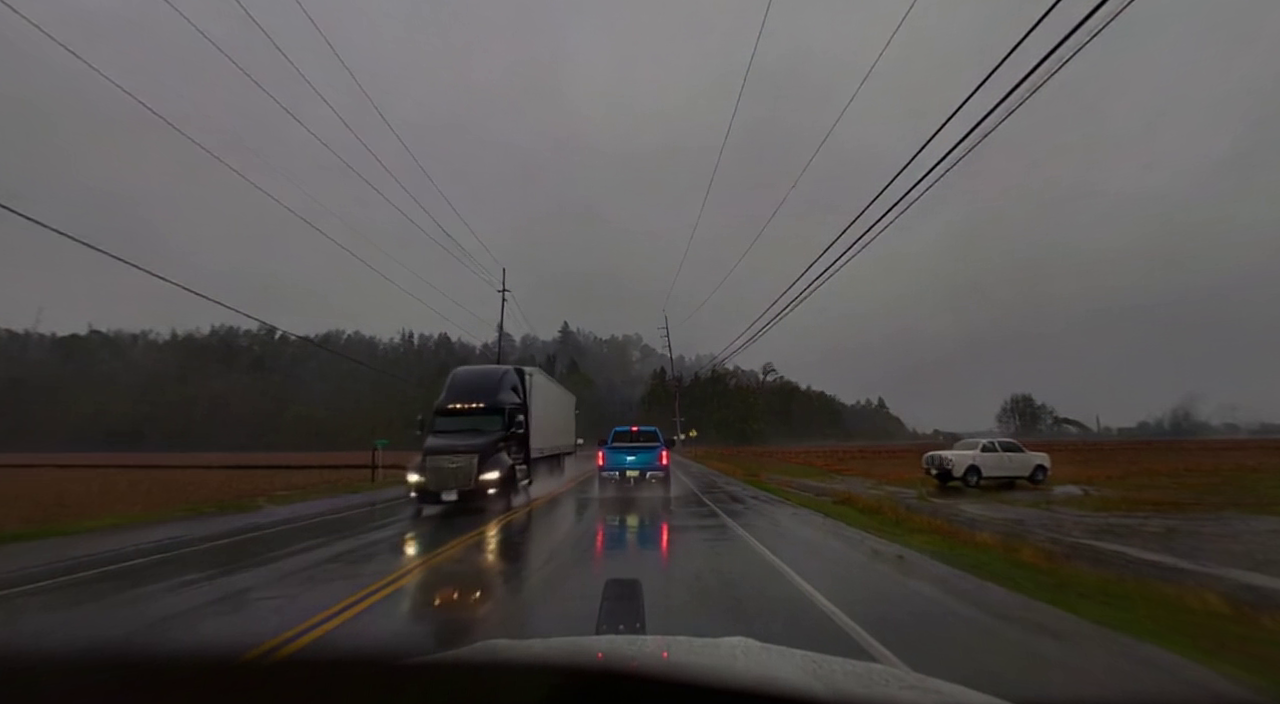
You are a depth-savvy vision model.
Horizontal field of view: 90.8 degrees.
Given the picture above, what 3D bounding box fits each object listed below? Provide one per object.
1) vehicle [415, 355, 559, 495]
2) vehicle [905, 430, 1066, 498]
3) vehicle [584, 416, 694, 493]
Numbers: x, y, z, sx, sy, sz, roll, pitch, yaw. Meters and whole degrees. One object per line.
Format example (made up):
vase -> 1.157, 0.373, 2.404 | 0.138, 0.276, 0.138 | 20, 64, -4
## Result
vehicle -> -4.844, 2.630, 21.998 | 3.063, 3.986, 7.883 | 0, -8, -1
vehicle -> 10.632, 3.339, 19.296 | 5.304, 1.754, 2.340 | 7, -11, -39
vehicle -> -0.076, 3.283, 20.553 | 2.921, 2.031, 7.416 | 0, -8, -1
